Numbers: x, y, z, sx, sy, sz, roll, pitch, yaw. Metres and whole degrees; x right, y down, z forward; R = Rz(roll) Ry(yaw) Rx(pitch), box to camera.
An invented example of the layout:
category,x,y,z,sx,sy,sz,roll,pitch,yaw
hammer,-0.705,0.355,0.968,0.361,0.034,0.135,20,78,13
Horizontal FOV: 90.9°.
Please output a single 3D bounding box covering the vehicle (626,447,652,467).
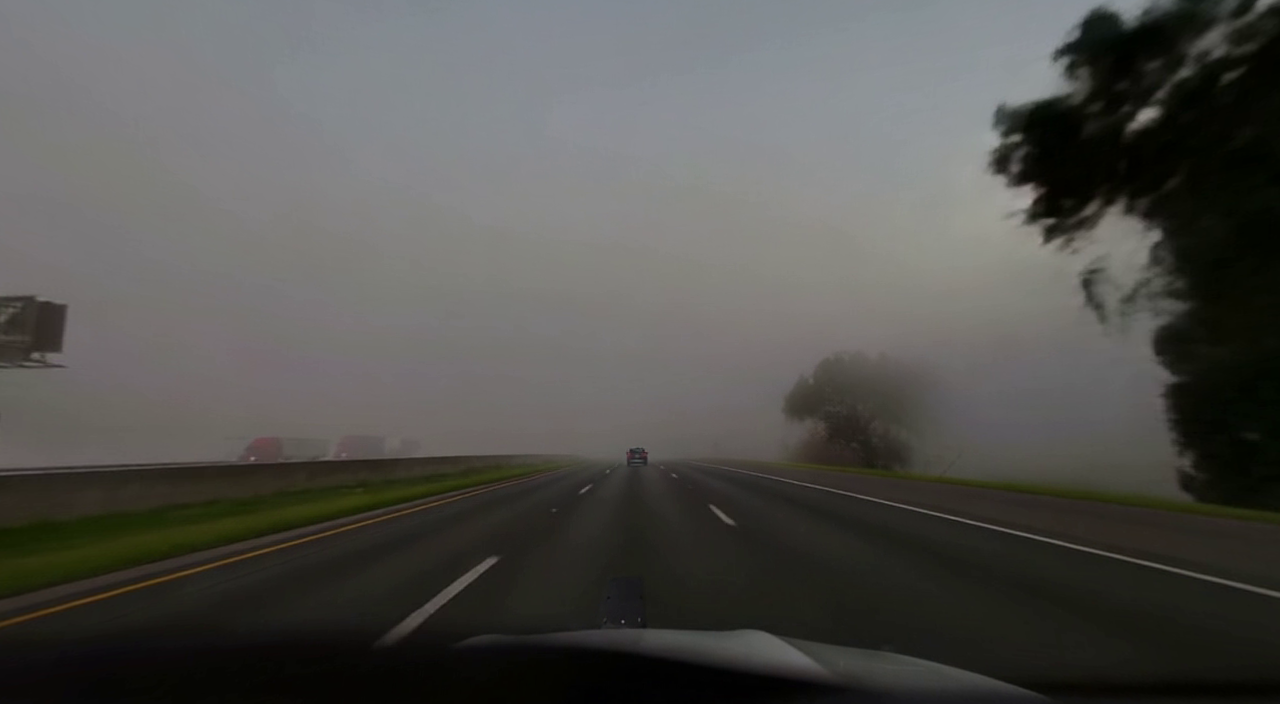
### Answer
category,x,y,z,sx,sy,sz,roll,pitch,yaw
vehicle,-0.092,8.087,48.615,1.916,1.494,4.335,0,-9,-1
